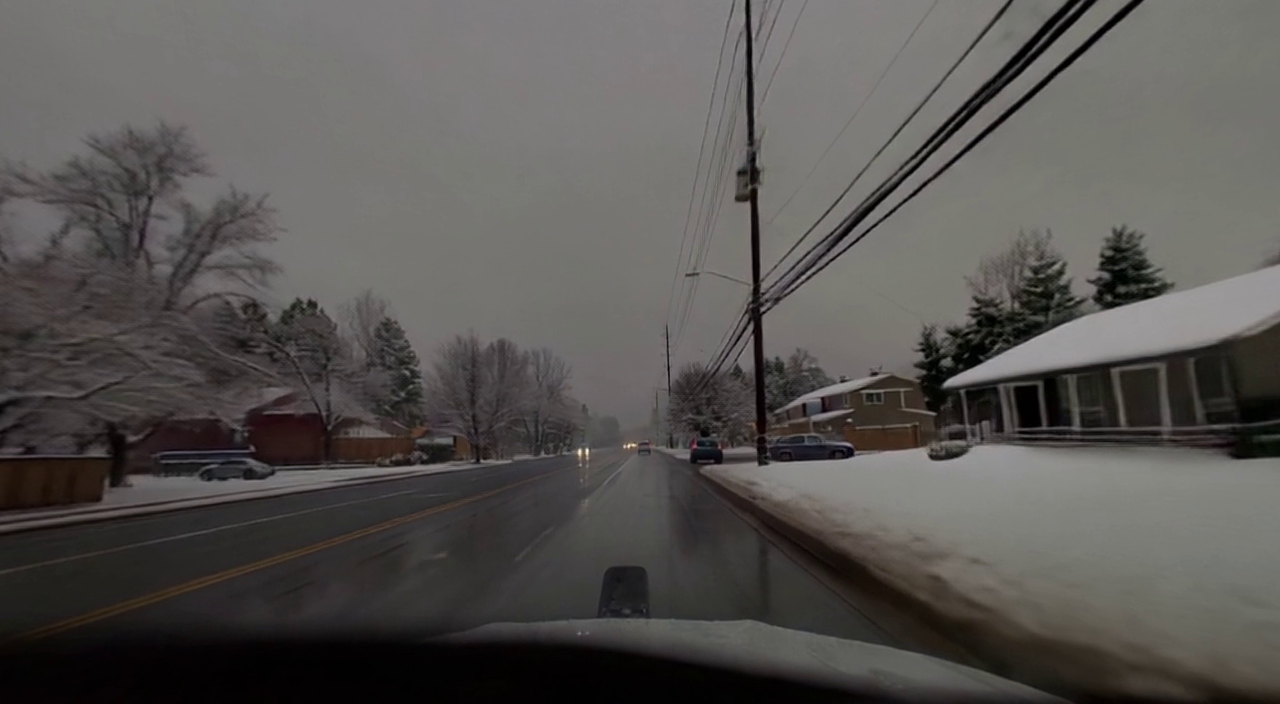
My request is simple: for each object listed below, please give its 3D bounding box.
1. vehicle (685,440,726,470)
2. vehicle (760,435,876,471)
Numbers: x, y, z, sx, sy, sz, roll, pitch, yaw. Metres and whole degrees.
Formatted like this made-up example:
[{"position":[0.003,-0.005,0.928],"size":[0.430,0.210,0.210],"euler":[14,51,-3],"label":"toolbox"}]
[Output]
[{"position":[4.397,7.004,43.008],"size":[2.228,1.885,4.854],"euler":[0,-8,0],"label":"vehicle"},{"position":[8.040,4.586,28.793],"size":[4.719,1.556,1.869],"euler":[0,-9,0],"label":"vehicle"}]
